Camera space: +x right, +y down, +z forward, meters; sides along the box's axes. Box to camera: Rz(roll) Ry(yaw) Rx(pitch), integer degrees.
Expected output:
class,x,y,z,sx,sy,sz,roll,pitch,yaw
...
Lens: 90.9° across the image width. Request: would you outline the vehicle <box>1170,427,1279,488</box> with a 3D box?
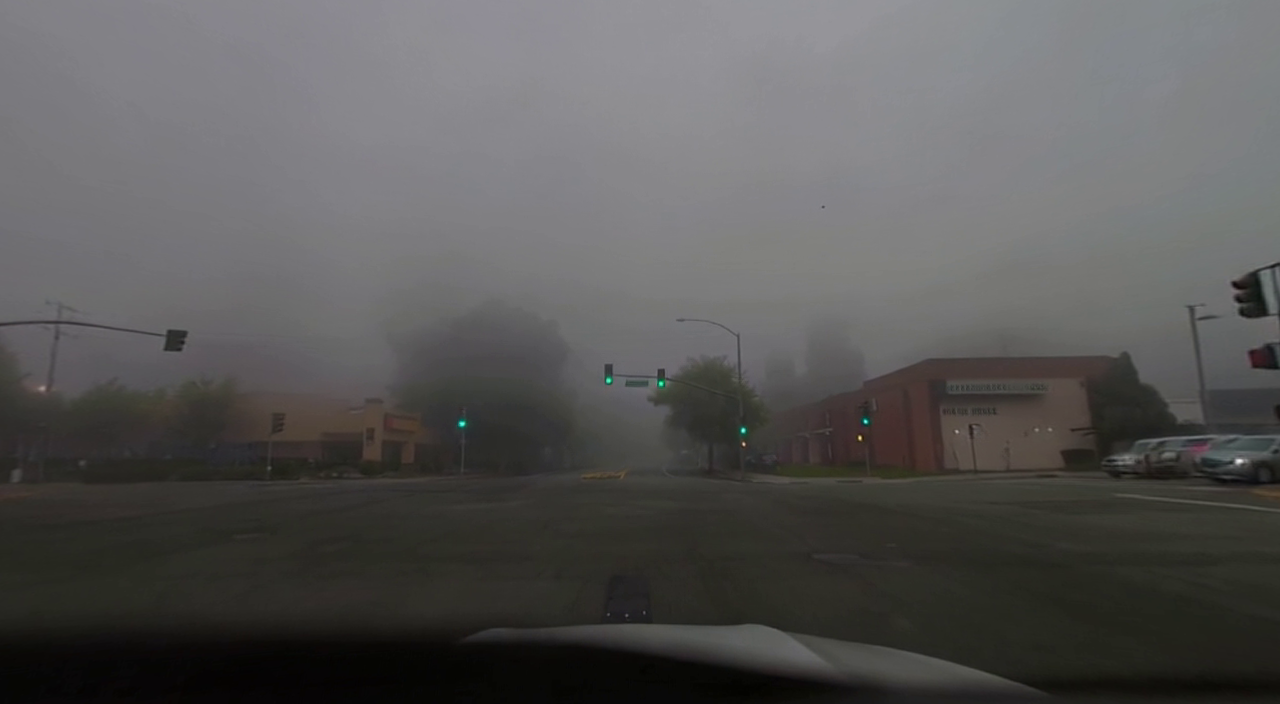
class,x,y,z,sx,sy,sz,roll,pitch,yaw
vehicle,17.977,2.940,17.745,4.288,1.600,1.927,0,-8,1
